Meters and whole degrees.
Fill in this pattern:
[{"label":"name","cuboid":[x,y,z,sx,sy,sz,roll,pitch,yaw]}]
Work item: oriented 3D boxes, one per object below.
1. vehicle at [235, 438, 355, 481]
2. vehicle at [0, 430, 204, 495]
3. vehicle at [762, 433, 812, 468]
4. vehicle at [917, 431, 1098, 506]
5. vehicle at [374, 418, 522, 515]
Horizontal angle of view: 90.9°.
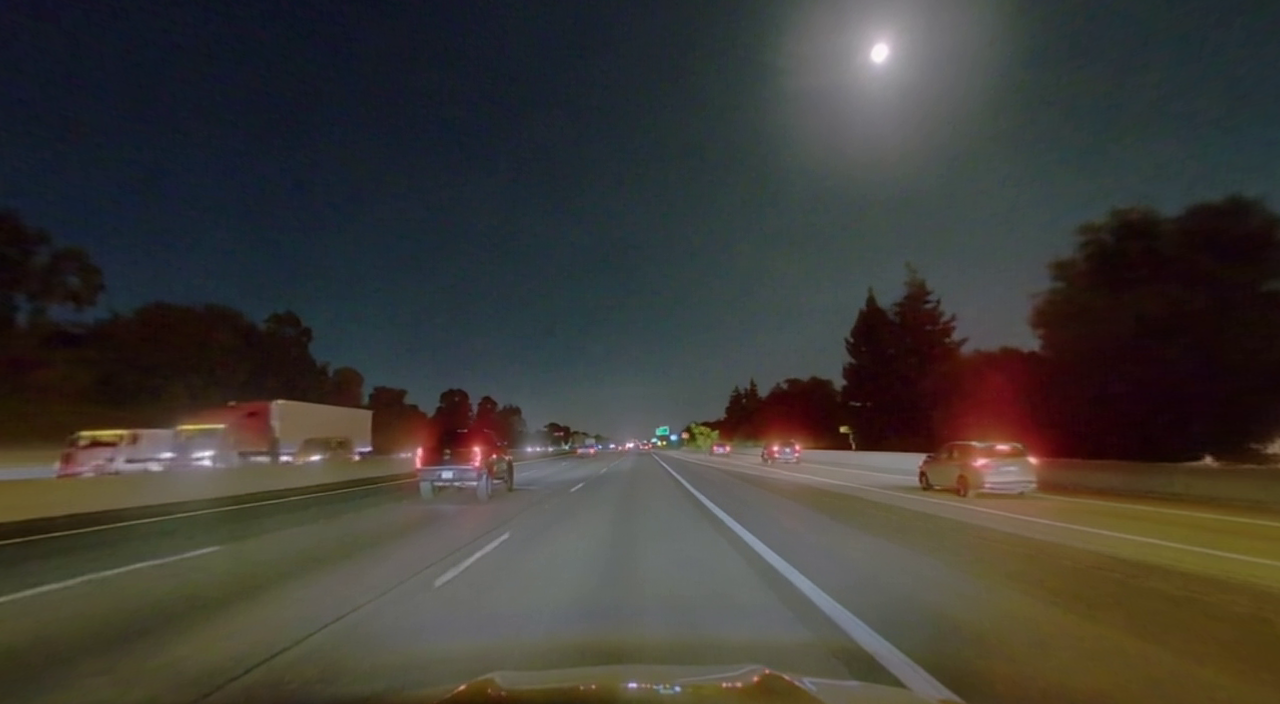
[{"label":"vehicle","cuboid":[-17.064,5.341,31.713,2.632,1.948,5.968,0,-8,1]},{"label":"vehicle","cuboid":[-21.011,4.227,24.746,2.736,2.171,6.889,0,-8,1]},{"label":"vehicle","cuboid":[9.462,6.363,41.034,2.061,2.115,4.635,0,-8,-1]},{"label":"vehicle","cuboid":[9.150,2.919,16.231,1.971,1.638,4.295,0,-8,-1]},{"label":"vehicle","cuboid":[-4.304,2.651,15.106,1.994,1.911,4.819,0,-8,0]}]
